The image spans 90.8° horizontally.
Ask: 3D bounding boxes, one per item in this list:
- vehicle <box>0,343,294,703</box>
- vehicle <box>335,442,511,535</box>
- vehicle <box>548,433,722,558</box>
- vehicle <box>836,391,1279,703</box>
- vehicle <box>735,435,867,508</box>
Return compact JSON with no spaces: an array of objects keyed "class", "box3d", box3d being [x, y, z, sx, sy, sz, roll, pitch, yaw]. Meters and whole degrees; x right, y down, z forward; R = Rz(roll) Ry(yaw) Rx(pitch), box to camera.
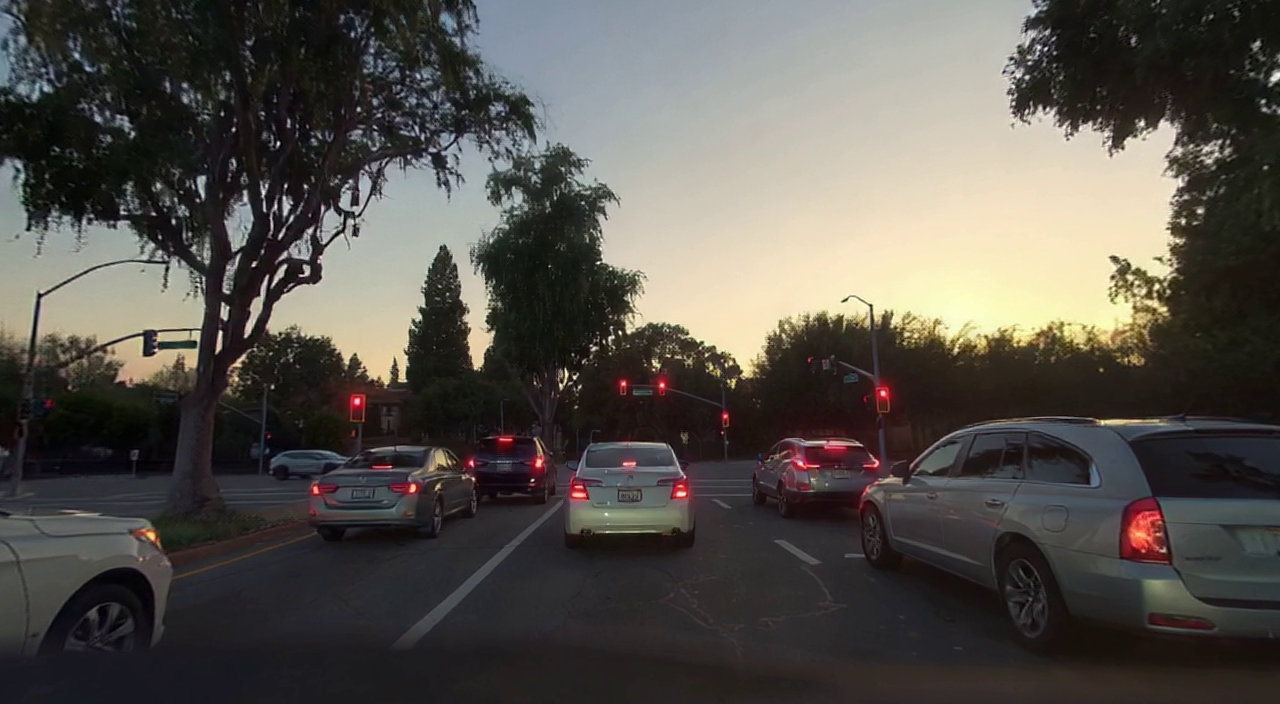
[{"class":"vehicle","box3d":[-3.662,0.846,2.539,2.047,1.764,4.369,0,-8,0]},{"class":"vehicle","box3d":[-3.917,2.502,12.333,1.919,1.459,4.371,0,-8,-1]},{"class":"vehicle","box3d":[-0.074,2.008,9.583,2.061,1.470,3.970,0,-8,0]},{"class":"vehicle","box3d":[3.391,1.310,5.414,1.933,1.564,4.600,0,-8,0]},{"class":"vehicle","box3d":[3.651,2.783,15.244,1.922,1.472,4.440,0,-8,-1]}]
